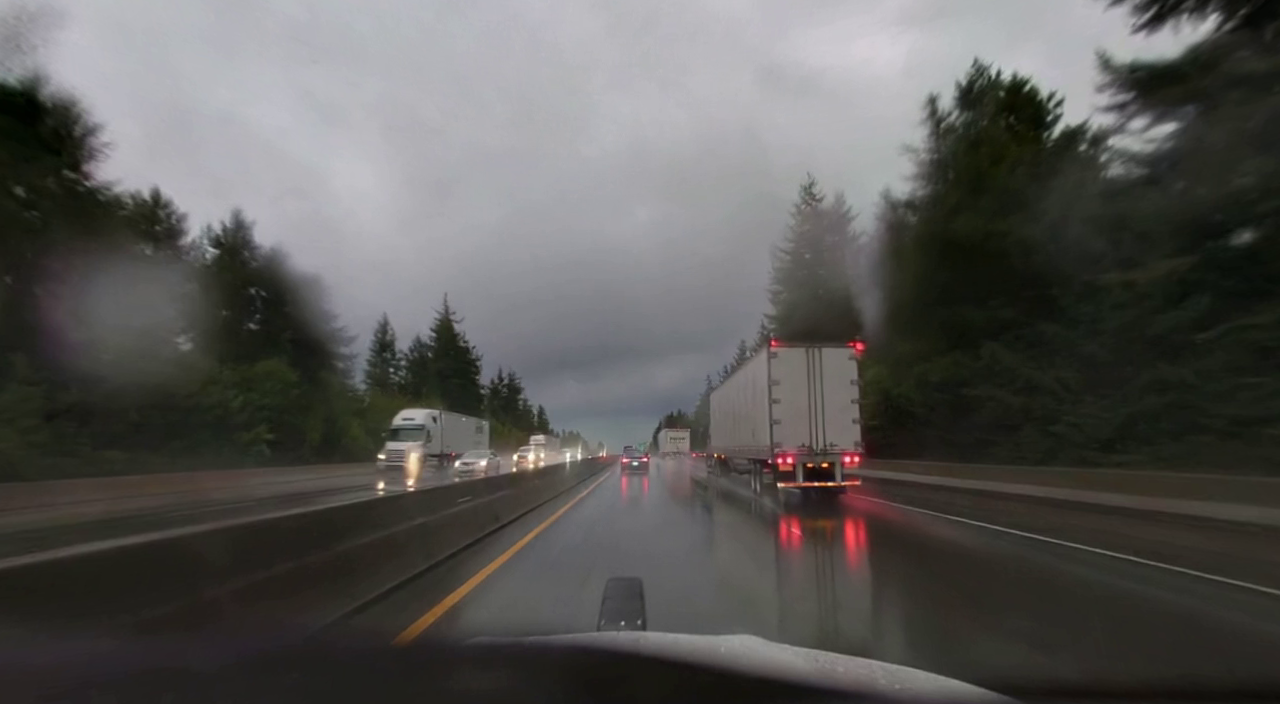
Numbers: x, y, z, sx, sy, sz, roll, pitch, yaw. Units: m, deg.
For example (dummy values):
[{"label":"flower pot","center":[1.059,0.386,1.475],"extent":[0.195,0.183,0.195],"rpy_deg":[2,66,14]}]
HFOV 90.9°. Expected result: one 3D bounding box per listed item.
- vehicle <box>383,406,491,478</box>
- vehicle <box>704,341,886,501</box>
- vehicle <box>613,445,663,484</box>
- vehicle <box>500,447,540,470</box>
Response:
[{"label":"vehicle","center":[-13.260,6.253,43.062],"extent":[2.880,4.084,13.982],"rpy_deg":[0,-9,0]},{"label":"vehicle","center":[4.638,2.803,23.066],"extent":[2.842,4.060,13.939],"rpy_deg":[0,-9,-1]},{"label":"vehicle","center":[-0.077,4.633,26.210],"extent":[1.939,1.495,3.612],"rpy_deg":[0,-9,0]},{"label":"vehicle","center":[-8.663,7.704,45.723],"extent":[1.993,1.515,4.232],"rpy_deg":[0,-9,1]}]
